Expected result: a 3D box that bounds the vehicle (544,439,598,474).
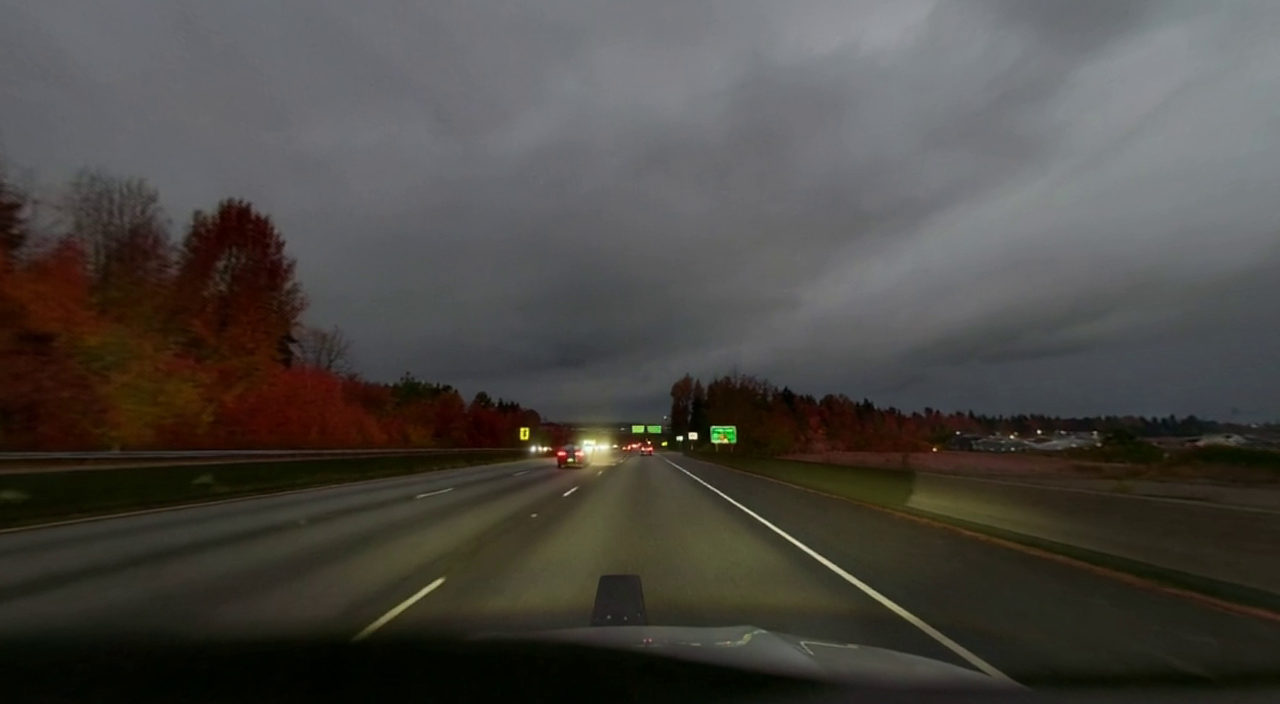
[{"bbox_3d":[-3.375,5.187,31.570,2.061,1.572,4.814,0,-8,1],"label":"vehicle"}]
